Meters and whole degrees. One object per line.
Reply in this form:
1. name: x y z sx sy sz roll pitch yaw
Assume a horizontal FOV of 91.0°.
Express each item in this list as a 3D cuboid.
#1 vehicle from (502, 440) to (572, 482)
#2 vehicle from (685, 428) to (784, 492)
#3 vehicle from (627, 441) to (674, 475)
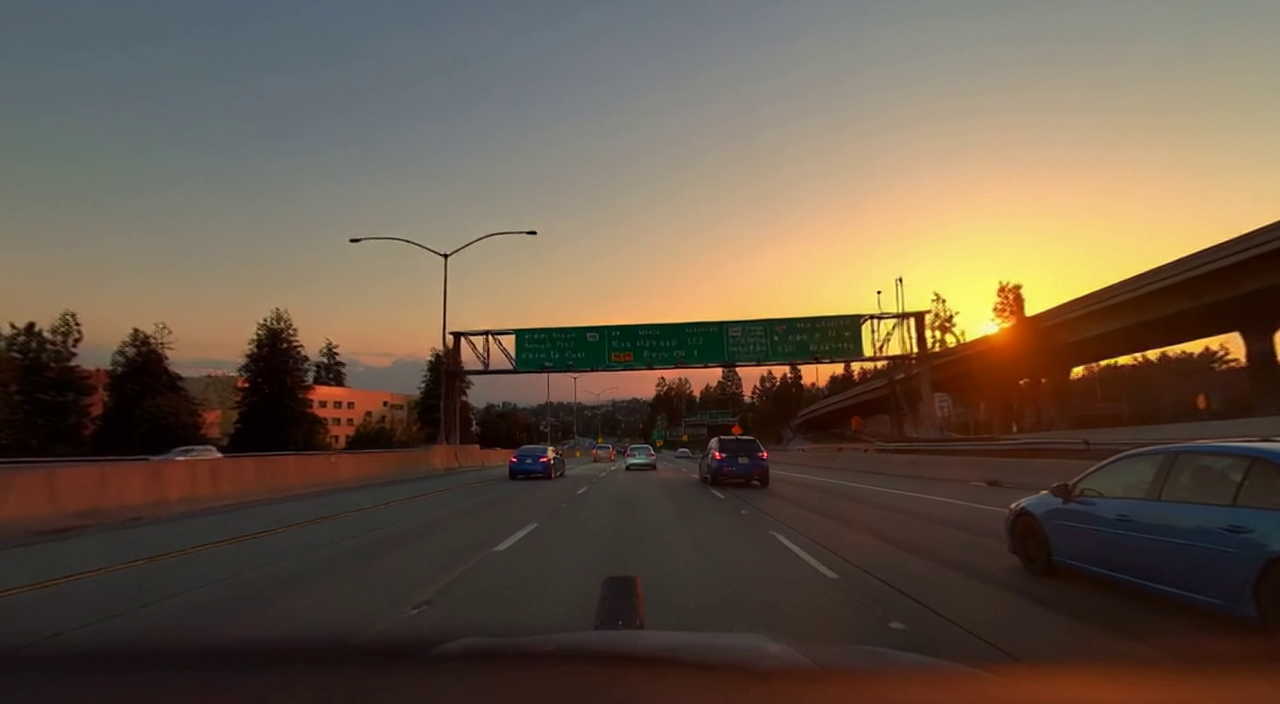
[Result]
1. vehicle: -3.956 4.275 24.910 2.031 1.491 4.145 0 -8 1
2. vehicle: 2.753 3.295 19.502 2.202 1.748 4.158 1 -8 -3
3. vehicle: 0.465 4.971 29.838 2.089 1.493 3.964 0 -8 0
